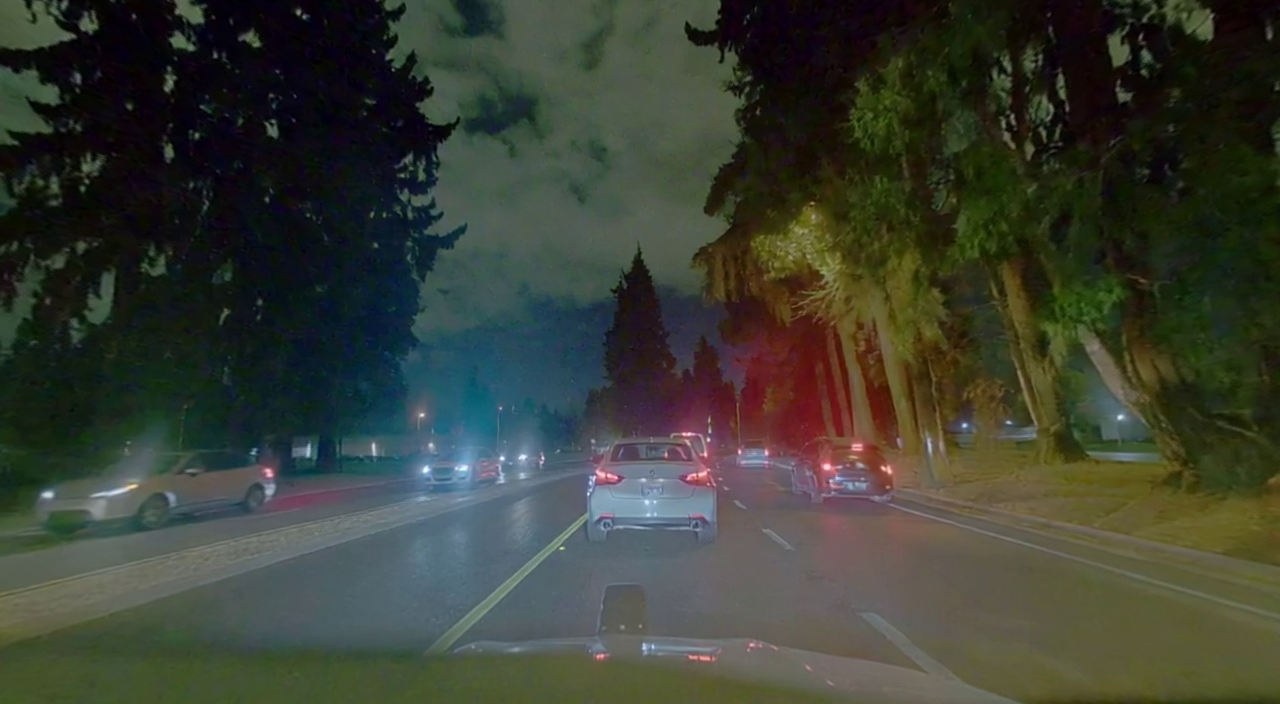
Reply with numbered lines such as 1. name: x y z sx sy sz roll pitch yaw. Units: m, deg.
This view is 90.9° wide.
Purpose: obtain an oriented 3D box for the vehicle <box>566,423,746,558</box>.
1. vehicle: 0.213 1.953 9.611 2.154 1.585 3.997 -1 -8 1

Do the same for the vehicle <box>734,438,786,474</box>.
1. vehicle: 5.409 4.728 28.928 1.984 1.507 4.359 -1 -8 6

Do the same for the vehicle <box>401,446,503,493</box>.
1. vehicle: -6.466 4.071 22.291 1.929 1.463 4.405 -1 -8 5

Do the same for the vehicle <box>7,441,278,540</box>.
1. vehicle: -10.549 2.902 14.008 2.124 1.793 4.574 -1 -8 3
